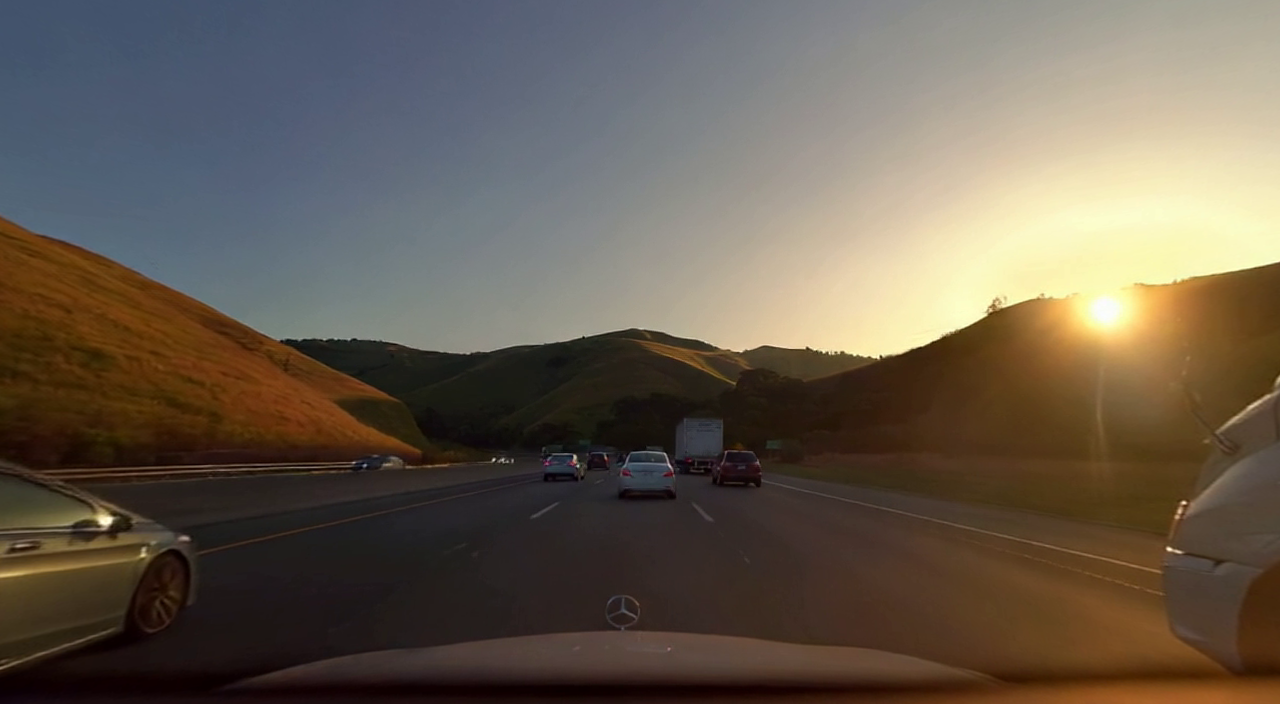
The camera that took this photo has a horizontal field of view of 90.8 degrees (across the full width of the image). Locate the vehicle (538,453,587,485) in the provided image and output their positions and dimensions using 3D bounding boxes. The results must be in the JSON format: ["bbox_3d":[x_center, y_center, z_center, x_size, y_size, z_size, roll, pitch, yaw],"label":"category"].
[{"bbox_3d":[-3.787,5.776,31.419,1.848,1.486,3.832,0,-9,1],"label":"vehicle"}]

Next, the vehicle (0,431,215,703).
[{"bbox_3d":[-4.413,1.093,2.793,1.920,1.506,4.454,0,-9,0],"label":"vehicle"}]

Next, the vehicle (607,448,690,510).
[{"bbox_3d":[0.228,3.428,17.392,2.041,1.484,3.535,0,-9,0],"label":"vehicle"}]

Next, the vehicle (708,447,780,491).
[{"bbox_3d":[4.036,4.631,25.305,2.029,1.579,4.484,0,-9,-1],"label":"vehicle"}]

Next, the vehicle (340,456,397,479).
[{"bbox_3d":[-18.945,8.046,44.235,1.985,1.527,4.174,-1,-9,3],"label":"vehicle"}]
